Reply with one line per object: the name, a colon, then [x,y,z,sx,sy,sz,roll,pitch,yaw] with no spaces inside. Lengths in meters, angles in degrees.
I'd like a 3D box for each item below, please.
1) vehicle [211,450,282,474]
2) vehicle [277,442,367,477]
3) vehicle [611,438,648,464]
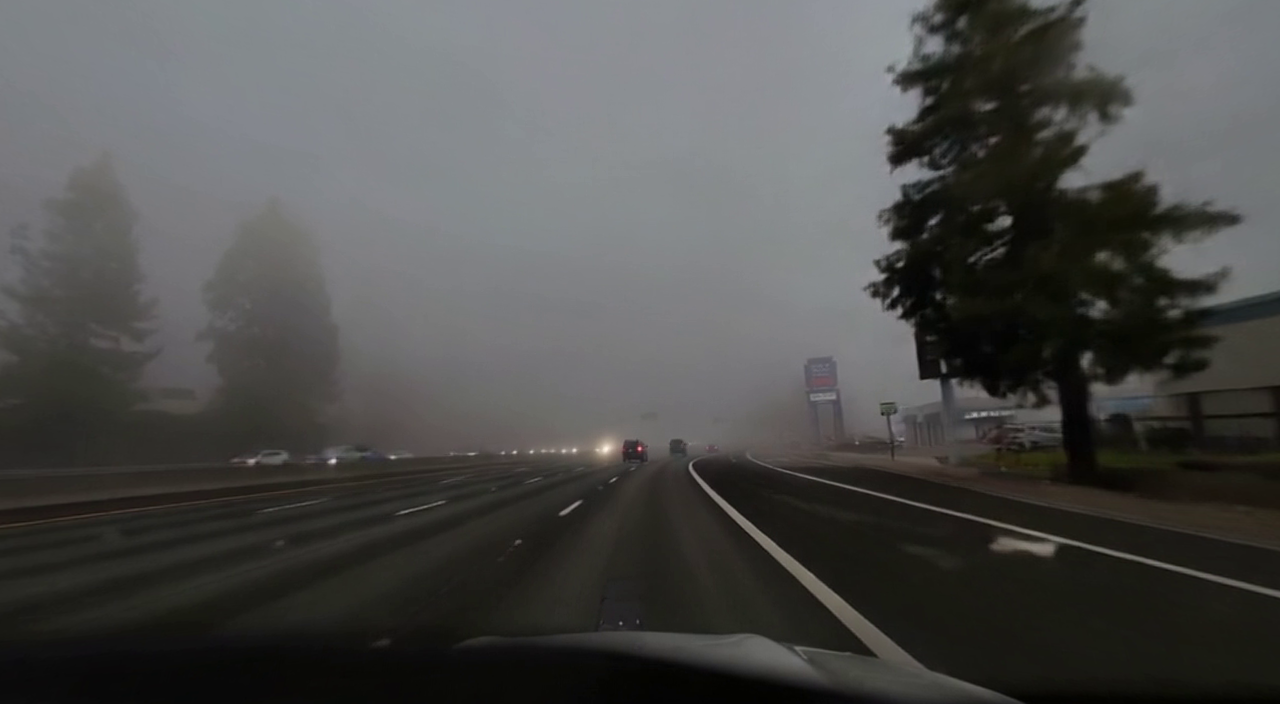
vehicle: [-27.245,7.629,43.935,1.831,1.510,4.299,-1,-9,6]
vehicle: [-17.379,5.856,34.810,2.072,1.753,4.796,-1,-9,6]
vehicle: [-0.710,7.197,46.092,2.139,1.782,4.079,-1,-9,7]
